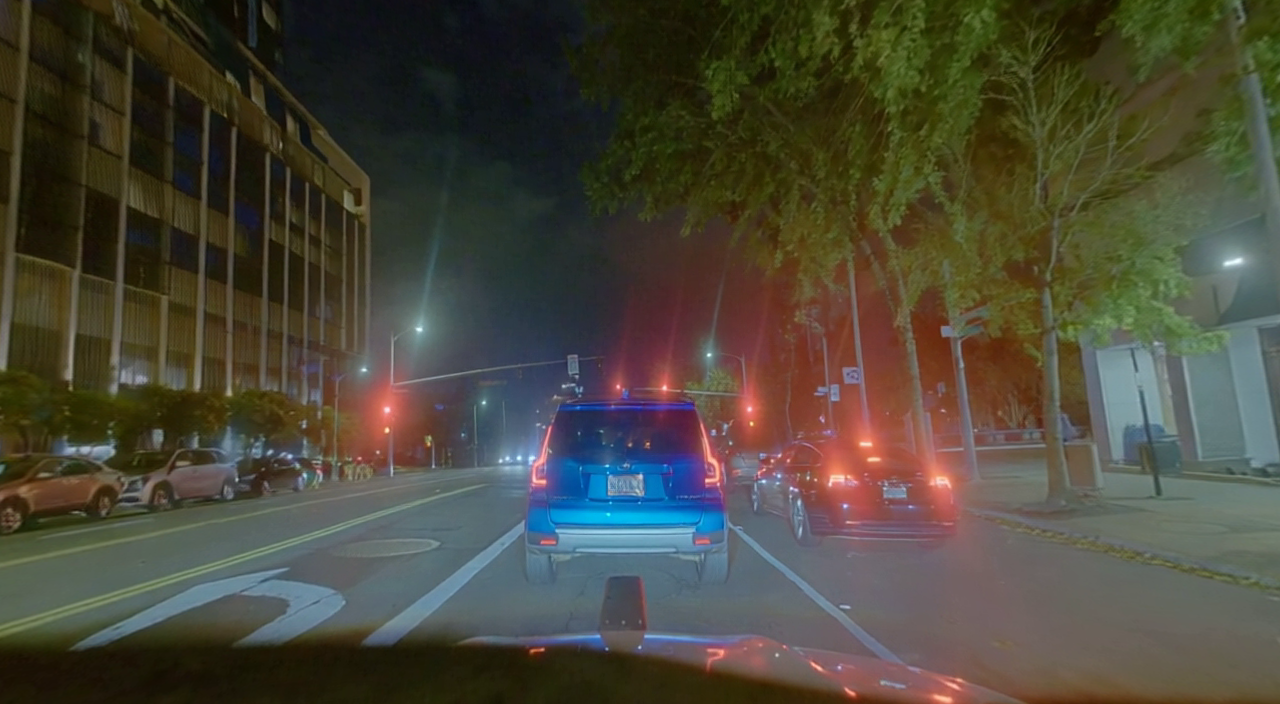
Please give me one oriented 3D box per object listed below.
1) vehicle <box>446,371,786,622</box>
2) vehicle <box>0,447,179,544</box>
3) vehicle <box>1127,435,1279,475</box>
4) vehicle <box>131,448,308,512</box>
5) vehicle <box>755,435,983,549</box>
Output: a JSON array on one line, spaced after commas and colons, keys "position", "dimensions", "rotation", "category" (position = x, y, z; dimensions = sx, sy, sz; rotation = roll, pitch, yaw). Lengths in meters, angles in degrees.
[{"position": [-0.167, 1.358, 6.777], "dimensions": [2.453, 1.816, 4.300], "rotation": [0, -8, 0], "category": "vehicle"}, {"position": [-12.545, 2.911, 13.452], "dimensions": [1.891, 1.723, 4.360], "rotation": [0, -8, 1], "category": "vehicle"}, {"position": [22.174, 4.048, 24.956], "dimensions": [4.055, 1.469, 1.848], "rotation": [-4, -9, 26], "category": "vehicle"}, {"position": [-12.468, 3.775, 19.123], "dimensions": [2.207, 1.648, 4.675], "rotation": [0, -8, -1], "category": "vehicle"}, {"position": [3.290, 2.083, 10.080], "dimensions": [2.056, 1.422, 4.130], "rotation": [0, -8, -1], "category": "vehicle"}]
